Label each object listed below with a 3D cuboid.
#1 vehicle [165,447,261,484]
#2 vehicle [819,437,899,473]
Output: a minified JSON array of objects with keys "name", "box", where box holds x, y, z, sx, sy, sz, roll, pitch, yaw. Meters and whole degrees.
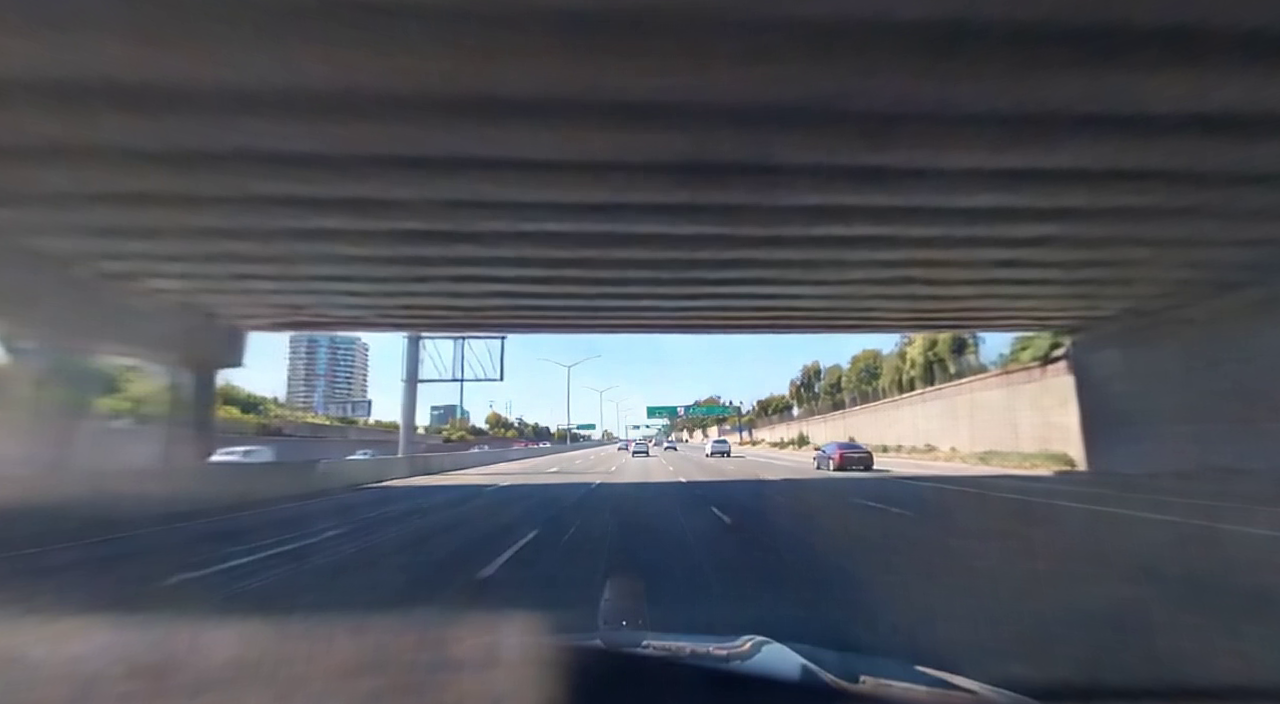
[{"name":"vehicle","box":[-27.481,7.273,40.900,2.326,2.112,5.658,-3,-9,0]},{"name":"vehicle","box":[10.021,4.740,29.306,2.000,1.514,4.585,0,-8,-1]}]
